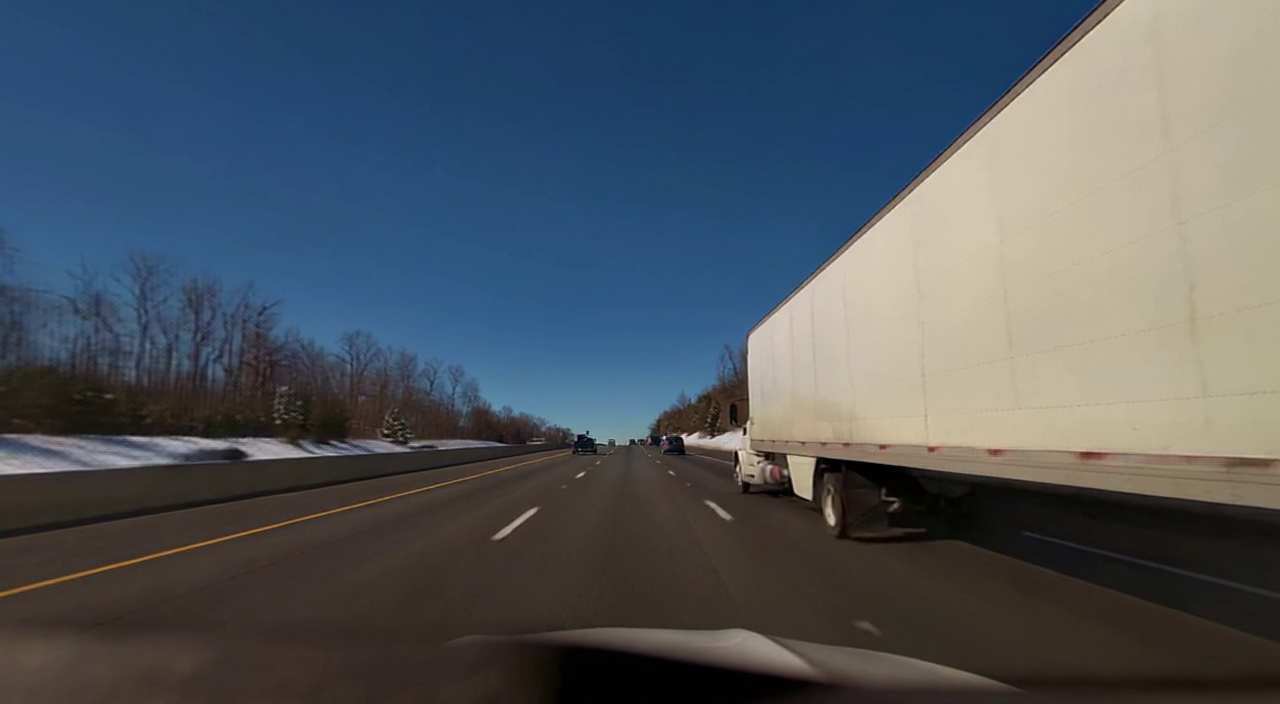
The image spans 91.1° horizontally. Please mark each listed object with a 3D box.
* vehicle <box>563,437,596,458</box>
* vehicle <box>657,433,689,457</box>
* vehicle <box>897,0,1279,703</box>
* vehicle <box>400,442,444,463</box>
[{"bbox_3d":[-4.422,6.986,46.309,2.017,1.484,4.088,0,-8,0],"label":"vehicle"},{"bbox_3d":[2.440,7.005,47.485,2.124,1.696,4.173,0,-8,-2],"label":"vehicle"},{"bbox_3d":[4.172,-0.400,2.036,2.906,3.999,8.621,0,-8,0],"label":"vehicle"},{"bbox_3d":[-16.436,7.580,47.591,1.812,1.489,4.112,0,-8,0],"label":"vehicle"}]
